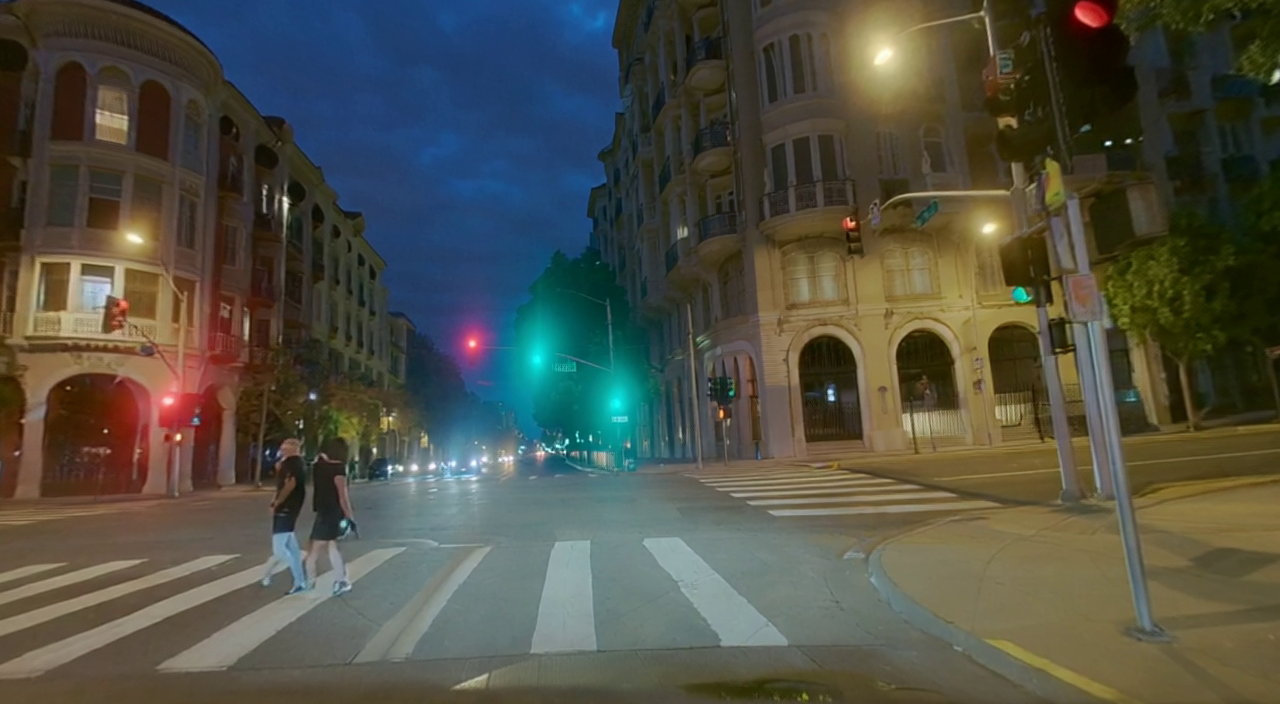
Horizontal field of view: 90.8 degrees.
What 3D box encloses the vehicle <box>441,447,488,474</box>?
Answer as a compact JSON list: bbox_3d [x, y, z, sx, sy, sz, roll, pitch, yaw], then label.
[{"bbox_3d":[-10.484,6.478,38.088,2.196,1.503,4.371,1,-9,-8],"label":"vehicle"}]
